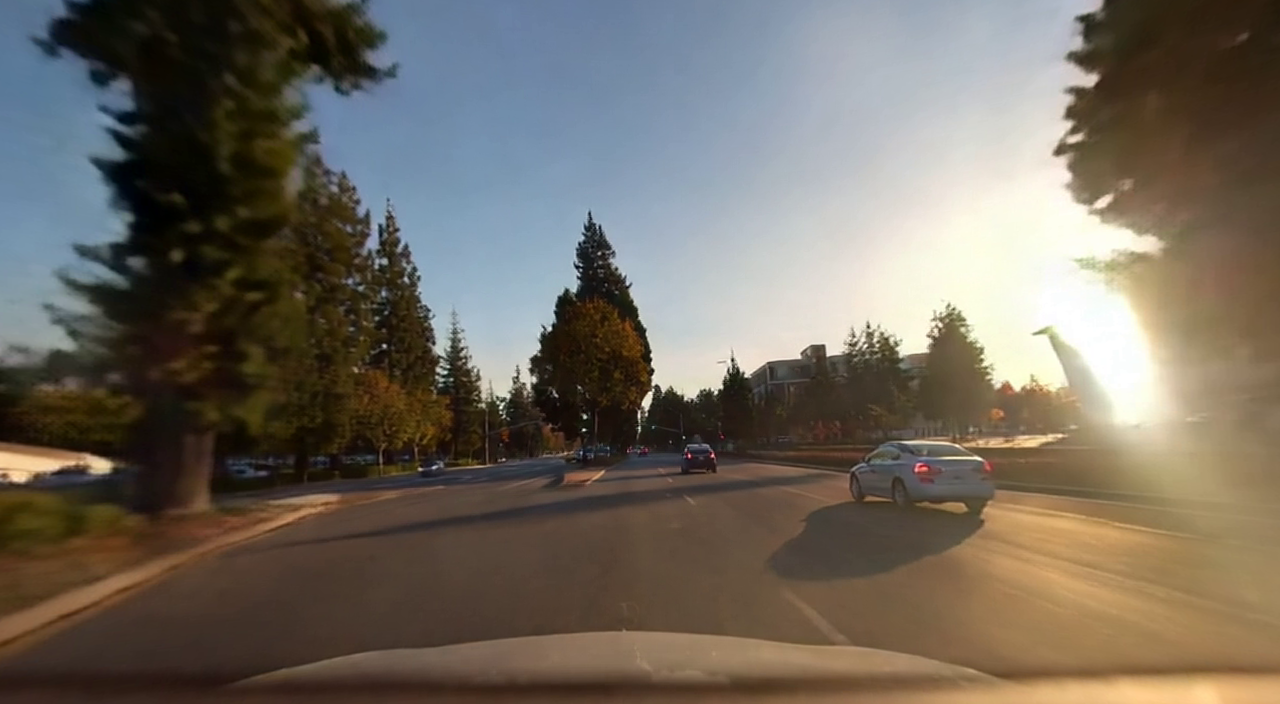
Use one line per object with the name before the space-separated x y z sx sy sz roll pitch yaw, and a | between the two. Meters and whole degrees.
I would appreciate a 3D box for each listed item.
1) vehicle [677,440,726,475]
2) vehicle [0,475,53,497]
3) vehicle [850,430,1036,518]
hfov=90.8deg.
vehicle | 3.257 5.708 34.328 2.095 1.759 4.862 -1 -9 -1
vehicle | -48.331 10.323 48.870 1.754 1.437 4.117 -1 -9 0
vehicle | 6.453 2.642 14.119 2.000 1.618 4.238 -1 -9 0
